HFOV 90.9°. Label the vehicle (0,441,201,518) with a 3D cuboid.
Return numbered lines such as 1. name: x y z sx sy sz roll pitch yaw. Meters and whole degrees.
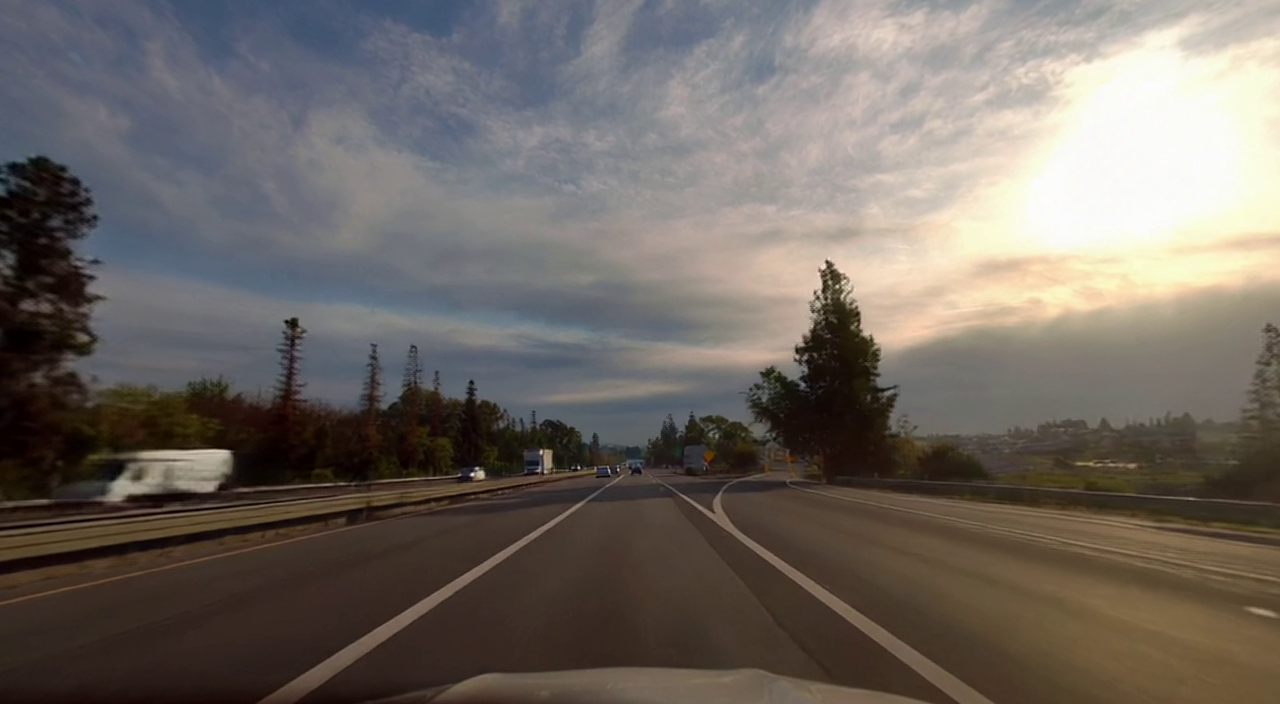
1. vehicle: -17.065 4.038 20.196 2.280 2.102 4.976 1 -10 0
